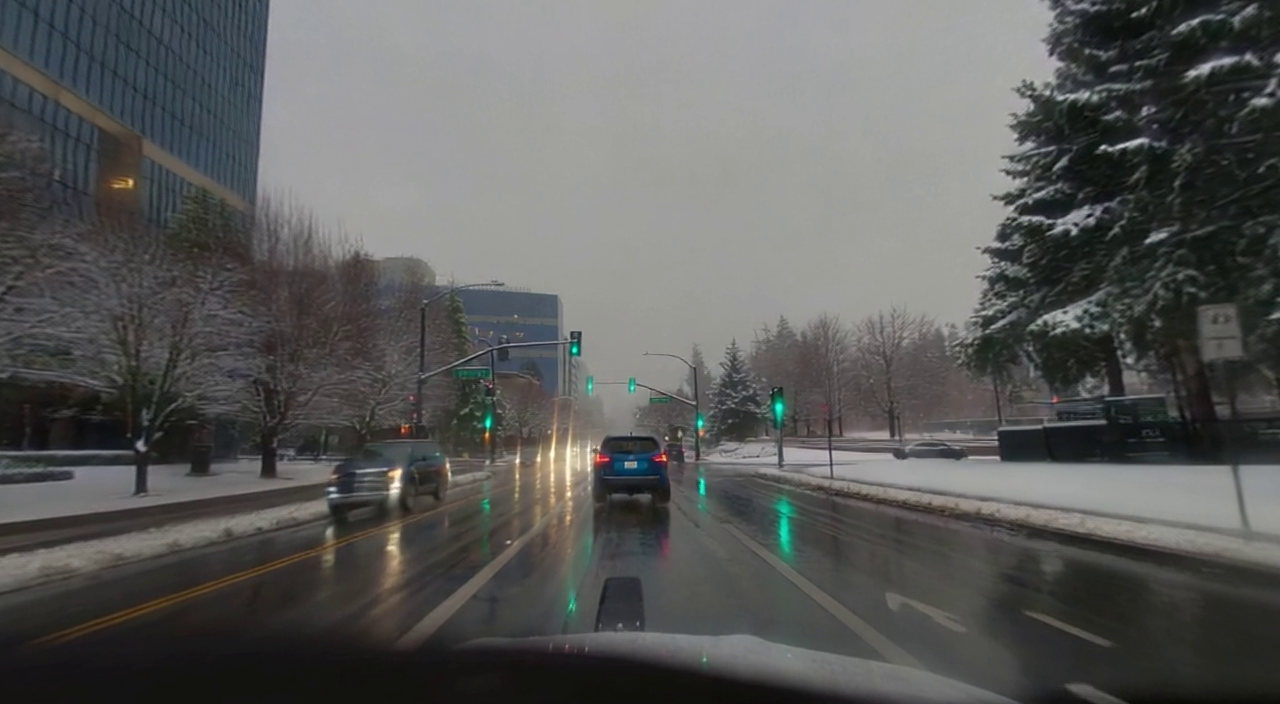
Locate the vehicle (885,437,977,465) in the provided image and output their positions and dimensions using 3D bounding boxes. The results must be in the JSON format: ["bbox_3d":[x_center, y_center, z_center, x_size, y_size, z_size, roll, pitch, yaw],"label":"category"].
[{"bbox_3d":[16.770,5.714,36.493,4.422,1.563,1.751,0,-9,-2],"label":"vehicle"}]

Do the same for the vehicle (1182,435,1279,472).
[{"bbox_3d":[28.776,4.708,29.440,5.161,1.610,2.024,0,-8,-2],"label":"vehicle"}]

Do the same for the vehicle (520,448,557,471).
[{"bbox_3d":[-6.976,7.429,43.916,1.908,1.475,4.337,0,-8,0],"label":"vehicle"}]

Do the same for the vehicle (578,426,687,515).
[{"bbox_3d":[-0.221,2.690,14.845,2.183,1.765,4.059,0,-8,-2],"label":"vehicle"}]

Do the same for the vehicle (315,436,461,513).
[{"bbox_3d":[-6.149,3.008,16.046,2.028,1.655,4.189,0,-8,-1],"label":"vehicle"}]

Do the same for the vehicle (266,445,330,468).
[{"bbox_3d":[-26.883,8.201,49.674,4.393,1.730,2.151,-5,-9,25],"label":"vehicle"}]
